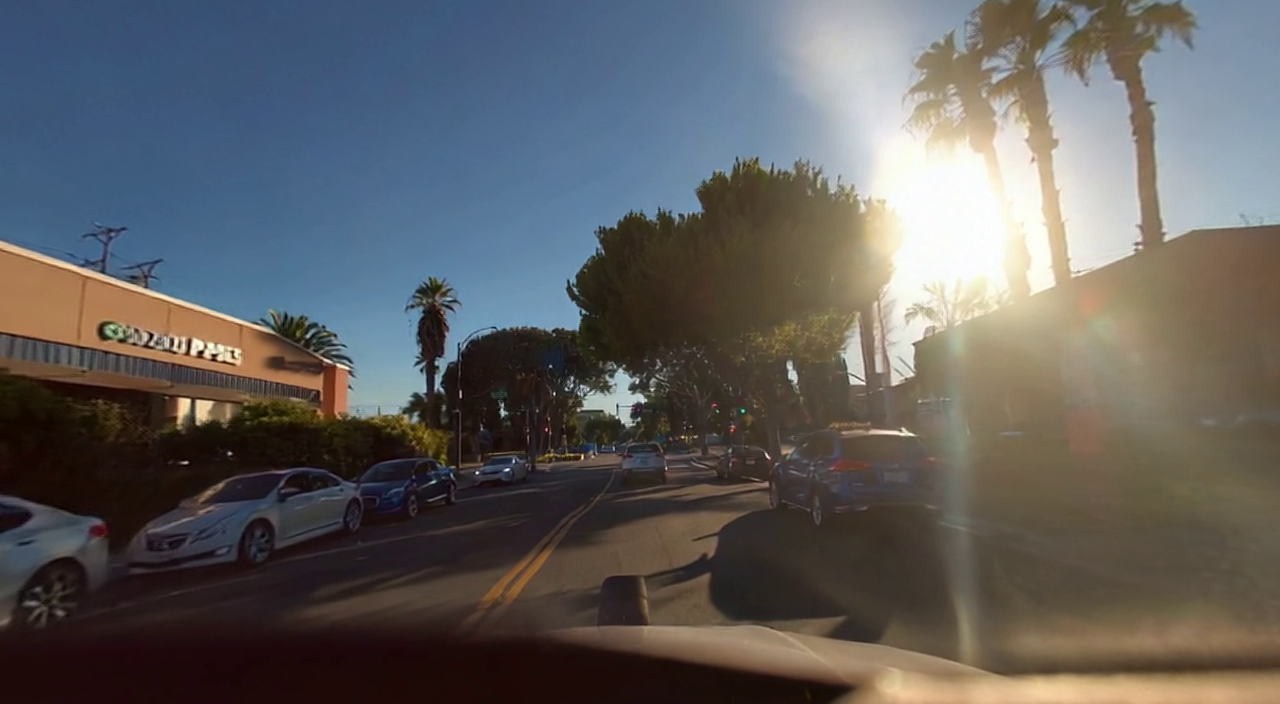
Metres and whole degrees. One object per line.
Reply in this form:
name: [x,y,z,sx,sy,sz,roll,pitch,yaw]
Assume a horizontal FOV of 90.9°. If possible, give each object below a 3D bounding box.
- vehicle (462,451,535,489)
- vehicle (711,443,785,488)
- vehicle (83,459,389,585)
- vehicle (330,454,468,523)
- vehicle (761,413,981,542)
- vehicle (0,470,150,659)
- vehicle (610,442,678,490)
vehicle: [-6.150,5.177,28.051,2.105,1.469,4.693,0,-8,1]
vehicle: [3.715,3.968,22.508,1.821,1.417,4.454,0,-8,0]
vehicle: [-6.110,2.572,10.431,1.874,1.472,4.668,0,-8,1]
vehicle: [-6.105,3.479,16.635,1.850,1.482,4.454,0,-8,1]
vehicle: [3.737,2.144,11.489,2.099,1.786,5.198,0,-8,1]
vehicle: [-6.232,1.685,4.517,1.810,1.489,4.336,-1,-8,3]
vehicle: [0.102,3.793,21.372,2.060,1.452,4.078,0,-8,0]
